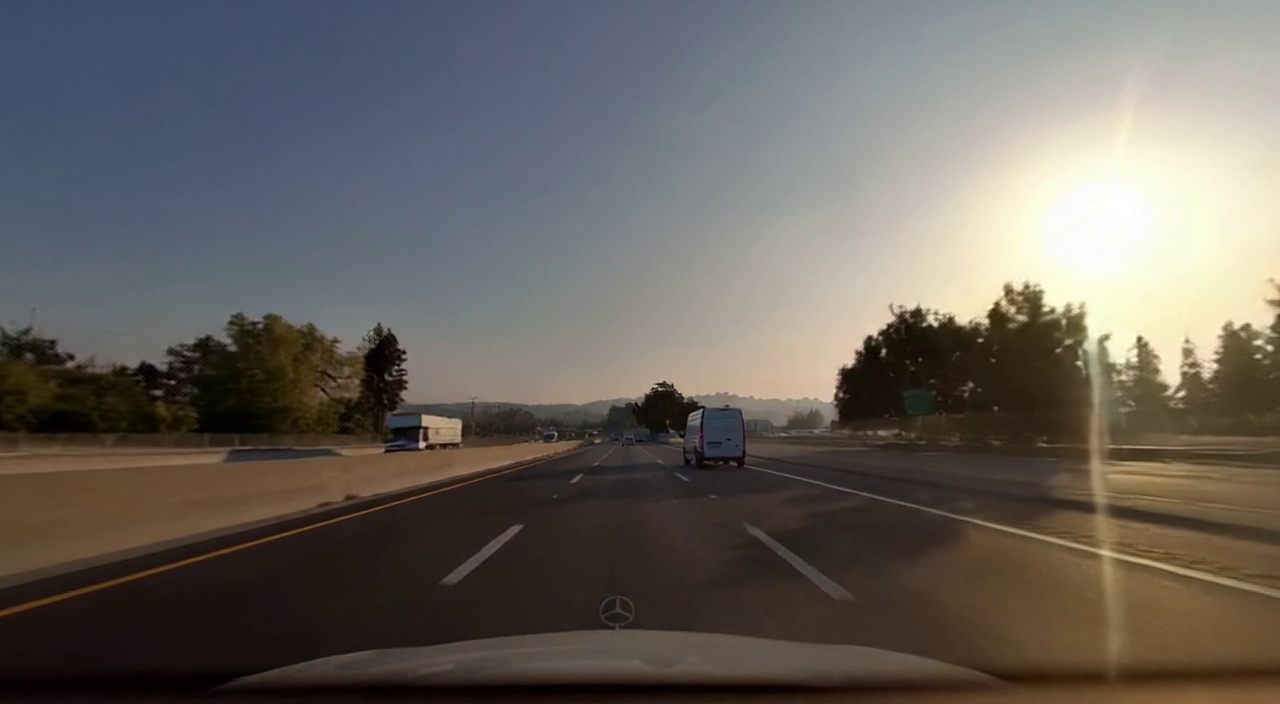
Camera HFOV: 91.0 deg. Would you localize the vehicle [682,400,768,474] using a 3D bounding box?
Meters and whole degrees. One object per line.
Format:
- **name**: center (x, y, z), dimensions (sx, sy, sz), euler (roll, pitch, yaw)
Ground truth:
- **vehicle**: center (3.356, 3.604, 26.622), dimensions (2.431, 2.667, 6.921), euler (0, -8, -2)
